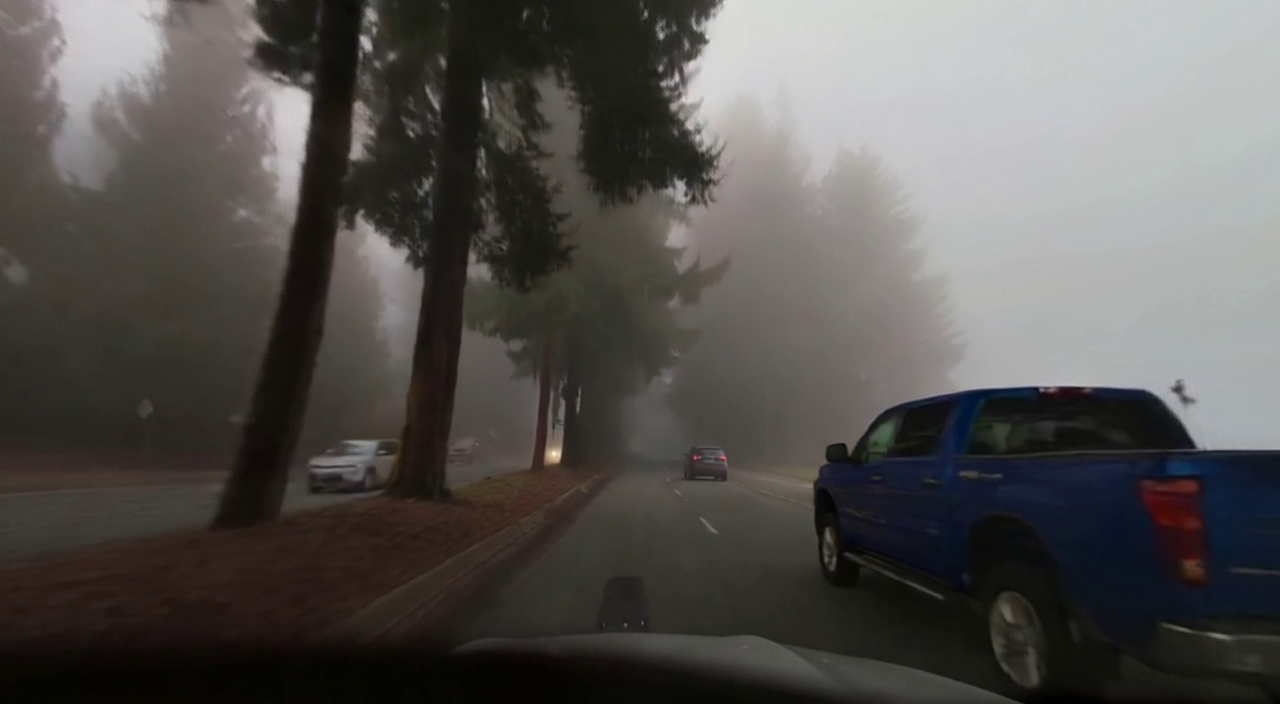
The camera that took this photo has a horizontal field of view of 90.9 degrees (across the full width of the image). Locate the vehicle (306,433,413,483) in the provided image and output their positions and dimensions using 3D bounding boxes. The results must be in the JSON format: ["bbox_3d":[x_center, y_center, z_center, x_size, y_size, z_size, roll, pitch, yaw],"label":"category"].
[{"bbox_3d":[-10.994,4.183,25.160,2.013,1.777,4.810,0,-9,0],"label":"vehicle"}]

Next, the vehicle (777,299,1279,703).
[{"bbox_3d":[2.996,1.202,4.934,2.553,1.942,5.679,0,-9,0],"label":"vehicle"}]

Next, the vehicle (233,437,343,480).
[{"bbox_3d":[-14.128,4.311,25.641,1.996,1.599,4.193,0,-9,0],"label":"vehicle"}]

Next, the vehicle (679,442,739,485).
[{"bbox_3d":[2.946,4.916,28.084,2.108,1.712,4.616,0,-9,-1],"label":"vehicle"}]
